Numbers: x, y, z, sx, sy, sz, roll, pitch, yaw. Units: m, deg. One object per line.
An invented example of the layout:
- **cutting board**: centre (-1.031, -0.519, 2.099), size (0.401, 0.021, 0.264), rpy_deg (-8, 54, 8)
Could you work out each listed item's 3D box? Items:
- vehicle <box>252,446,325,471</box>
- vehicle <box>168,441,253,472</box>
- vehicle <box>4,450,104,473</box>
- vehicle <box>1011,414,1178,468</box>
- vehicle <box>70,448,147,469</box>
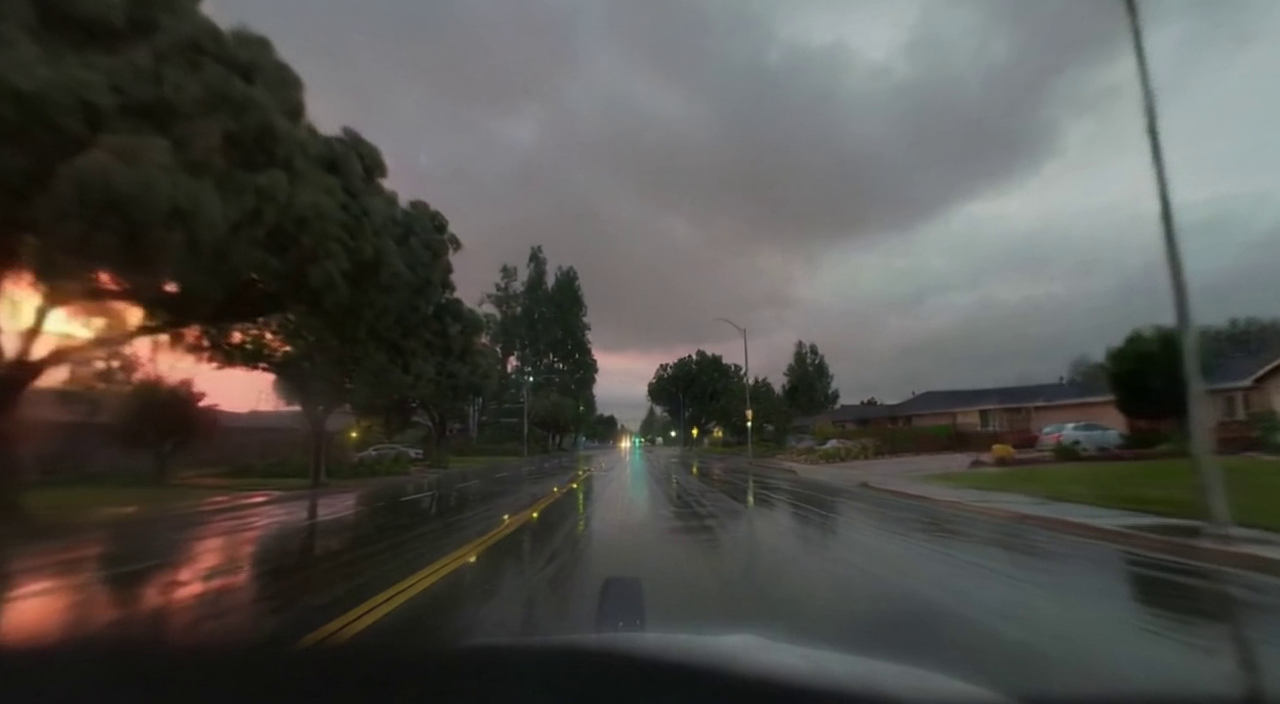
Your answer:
- **vehicle**: centre (-23.406, 7.067, 42.063), size (4.584, 1.562, 2.091), rpy_deg (-5, -10, 29)
- **vehicle**: centre (-28.921, 6.982, 42.494), size (5.502, 1.936, 2.147), rpy_deg (-4, -9, 26)
- **vehicle**: centre (-41.614, 7.767, 45.009), size (4.780, 1.482, 1.881), rpy_deg (4, -9, -23)
- **vehicle**: centre (21.287, 4.187, 29.798), size (6.048, 2.416, 2.158), rpy_deg (0, -8, 0)
- **vehicle**: centre (-40.750, 8.167, 48.551), size (4.030, 1.467, 1.994), rpy_deg (4, -8, -24)
